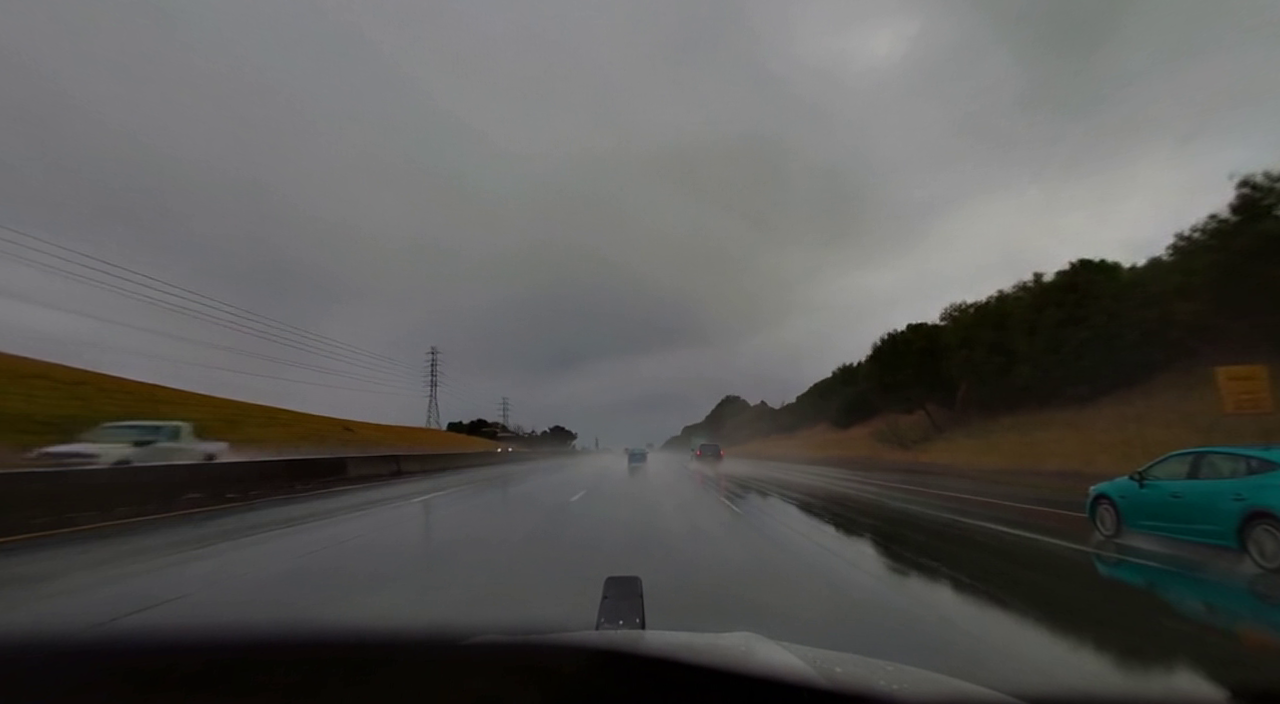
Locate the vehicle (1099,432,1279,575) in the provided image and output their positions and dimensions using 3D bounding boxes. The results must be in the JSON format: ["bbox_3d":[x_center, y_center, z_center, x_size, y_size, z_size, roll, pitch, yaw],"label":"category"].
[{"bbox_3d":[7.974,1.698,7.117,1.970,1.545,4.818,0,-8,0],"label":"vehicle"}]

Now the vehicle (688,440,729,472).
[{"bbox_3d":[4.092,6.313,38.408,2.159,1.782,4.673,0,-8,2],"label":"vehicle"}]
